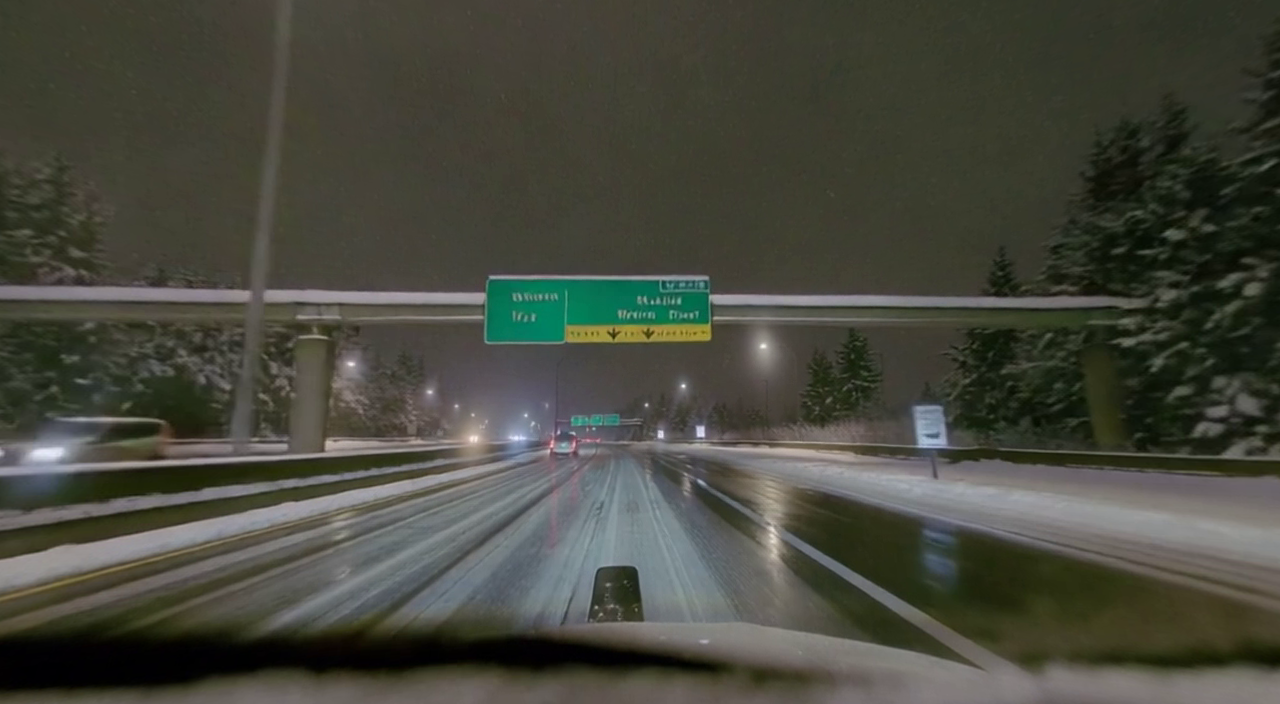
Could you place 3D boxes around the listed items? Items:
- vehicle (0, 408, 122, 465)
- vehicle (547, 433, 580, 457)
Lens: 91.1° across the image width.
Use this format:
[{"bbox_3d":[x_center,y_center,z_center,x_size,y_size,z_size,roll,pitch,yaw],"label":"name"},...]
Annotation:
[{"bbox_3d":[-19.972,2.817,20.798,1.916,1.687,4.367,0,-8,-1],"label":"vehicle"},{"bbox_3d":[-5.253,6.431,43.429,1.878,1.548,3.966,0,-8,-1],"label":"vehicle"}]
